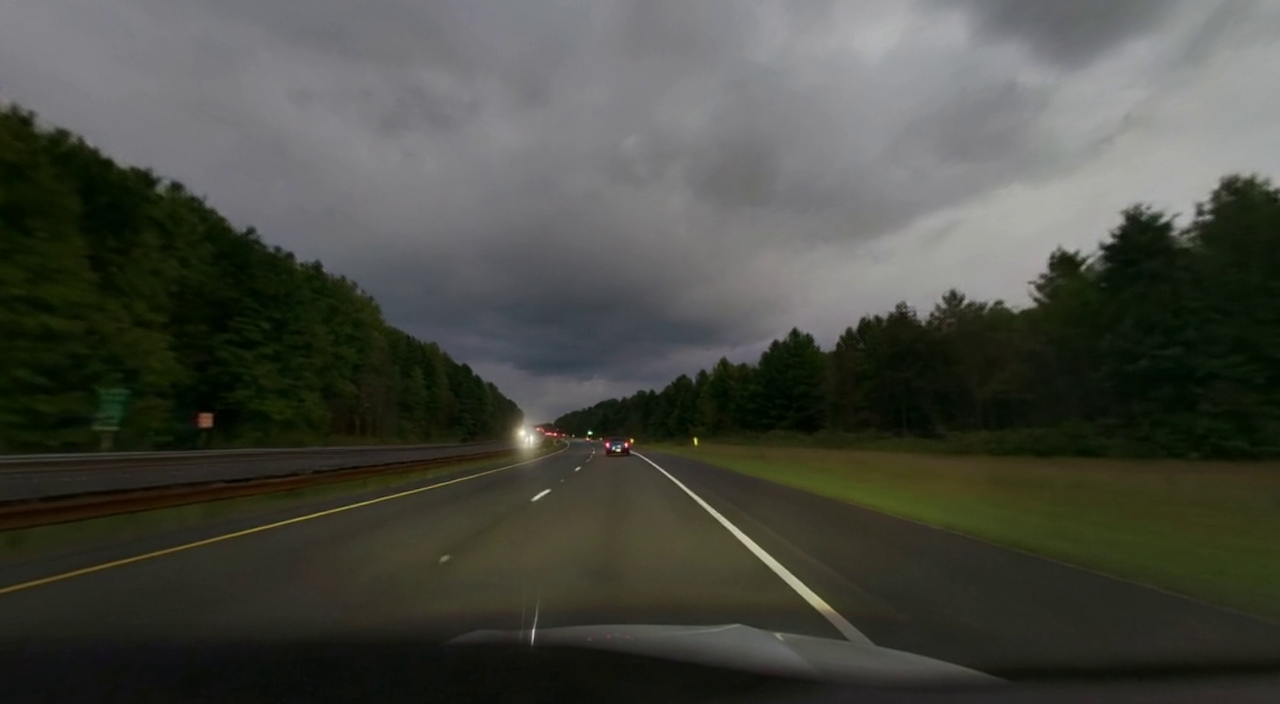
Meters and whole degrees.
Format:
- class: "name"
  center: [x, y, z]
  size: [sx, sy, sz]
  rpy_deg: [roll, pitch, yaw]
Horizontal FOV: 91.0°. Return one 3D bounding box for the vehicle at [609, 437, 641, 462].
- class: "vehicle"
  center: [-1.027, 6.342, 41.186]
  size: [2.004, 1.515, 3.968]
  rpy_deg: [0, -8, -3]
